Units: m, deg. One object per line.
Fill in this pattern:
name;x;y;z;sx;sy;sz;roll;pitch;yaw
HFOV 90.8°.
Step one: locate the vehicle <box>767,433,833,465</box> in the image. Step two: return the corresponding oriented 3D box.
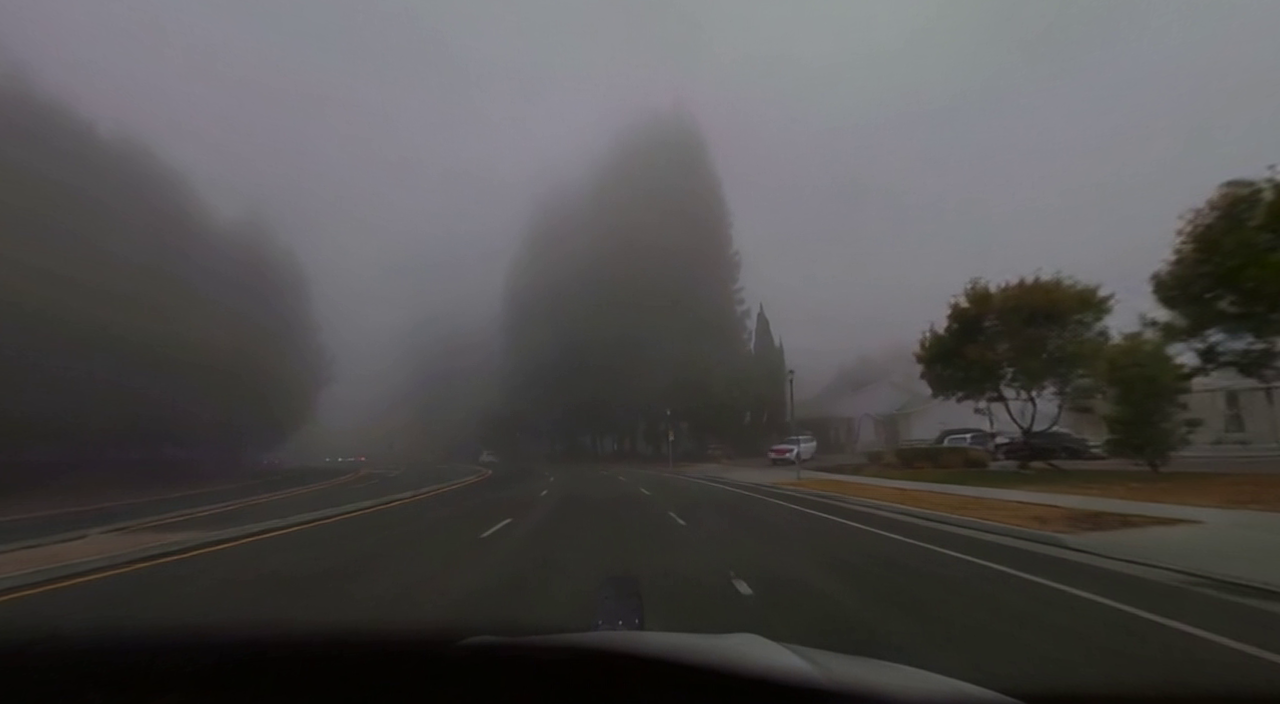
vehicle;10.409;6.283;40.814;2.110;1.863;4.977;-10;-12;38
